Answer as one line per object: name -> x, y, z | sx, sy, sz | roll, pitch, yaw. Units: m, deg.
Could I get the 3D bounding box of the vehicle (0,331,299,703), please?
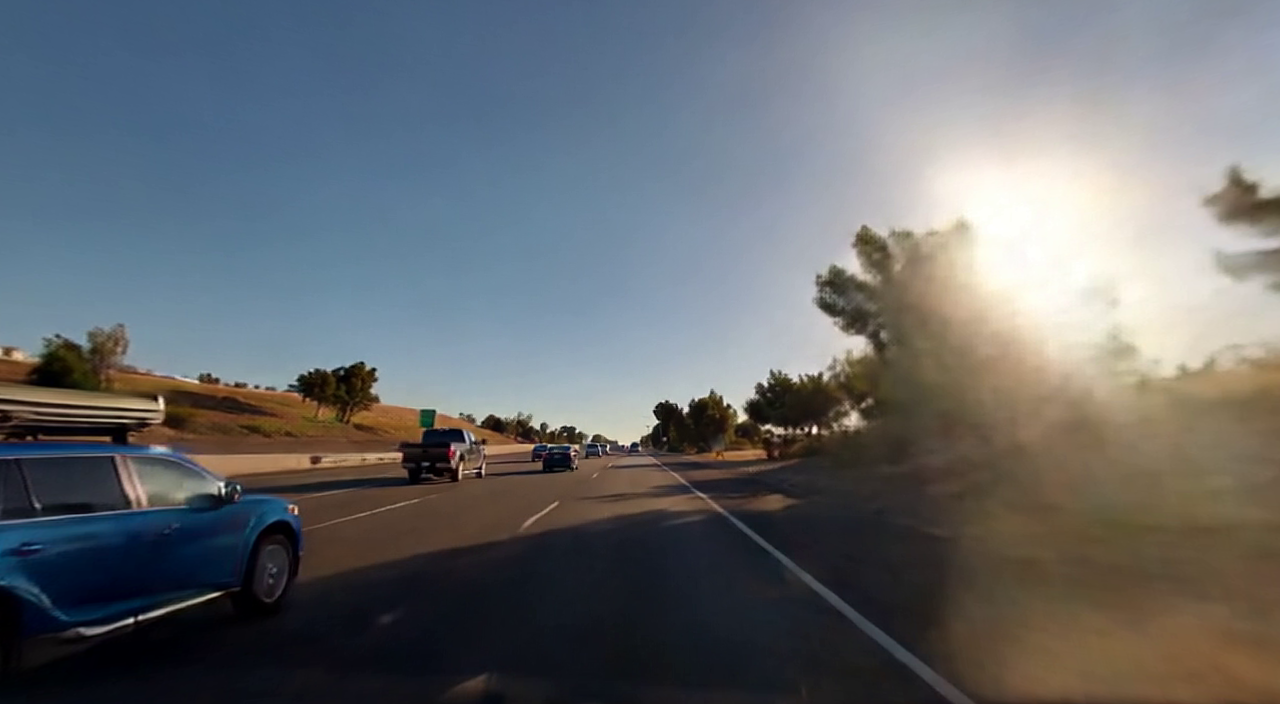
vehicle -> -4.004, 0.792, 2.686 | 2.200, 1.807, 5.041 | 0, -9, 1

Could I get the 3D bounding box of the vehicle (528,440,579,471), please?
vehicle -> -4.391, 5.356, 32.696 | 2.012, 1.509, 4.359 | 0, -9, 1

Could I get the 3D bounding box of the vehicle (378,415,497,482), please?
vehicle -> -7.563, 3.715, 24.415 | 2.594, 2.254, 6.028 | 0, -9, 0
